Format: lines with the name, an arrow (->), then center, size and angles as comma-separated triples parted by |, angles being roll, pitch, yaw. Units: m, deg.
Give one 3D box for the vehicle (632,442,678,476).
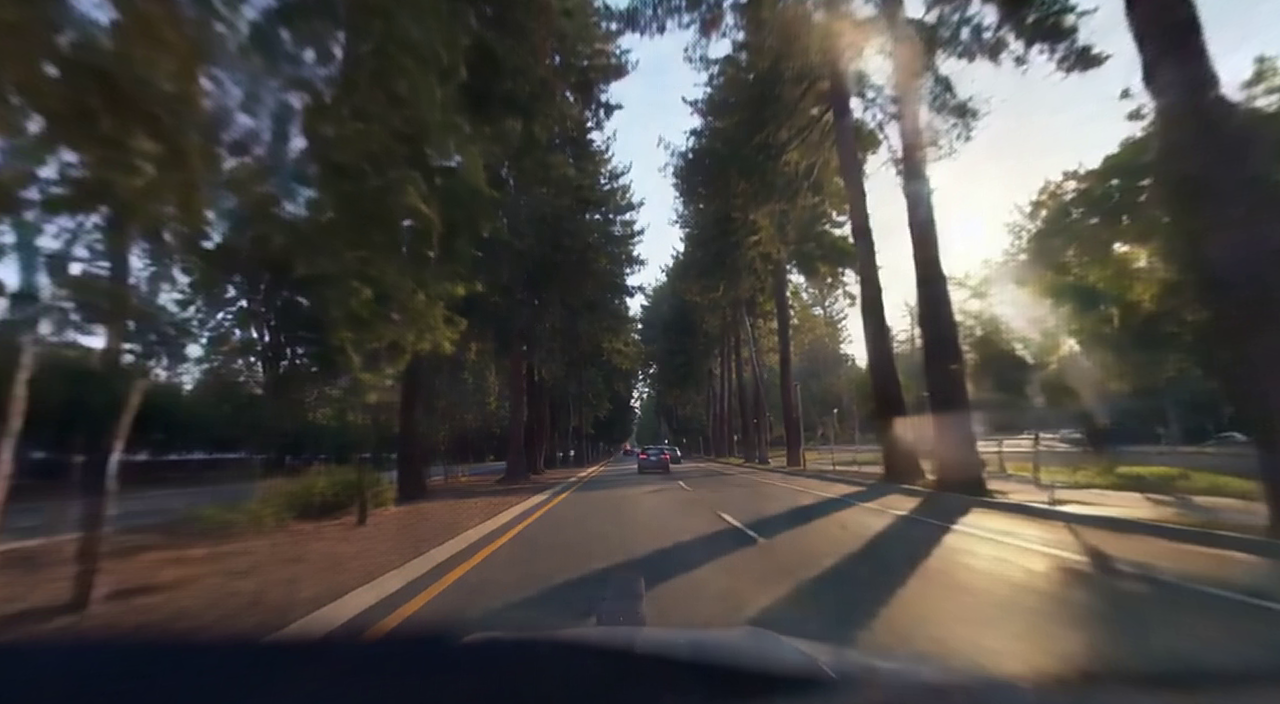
vehicle -> 0.675, 5.288, 31.531 | 2.048, 1.584, 4.393 | 0, -8, -2
